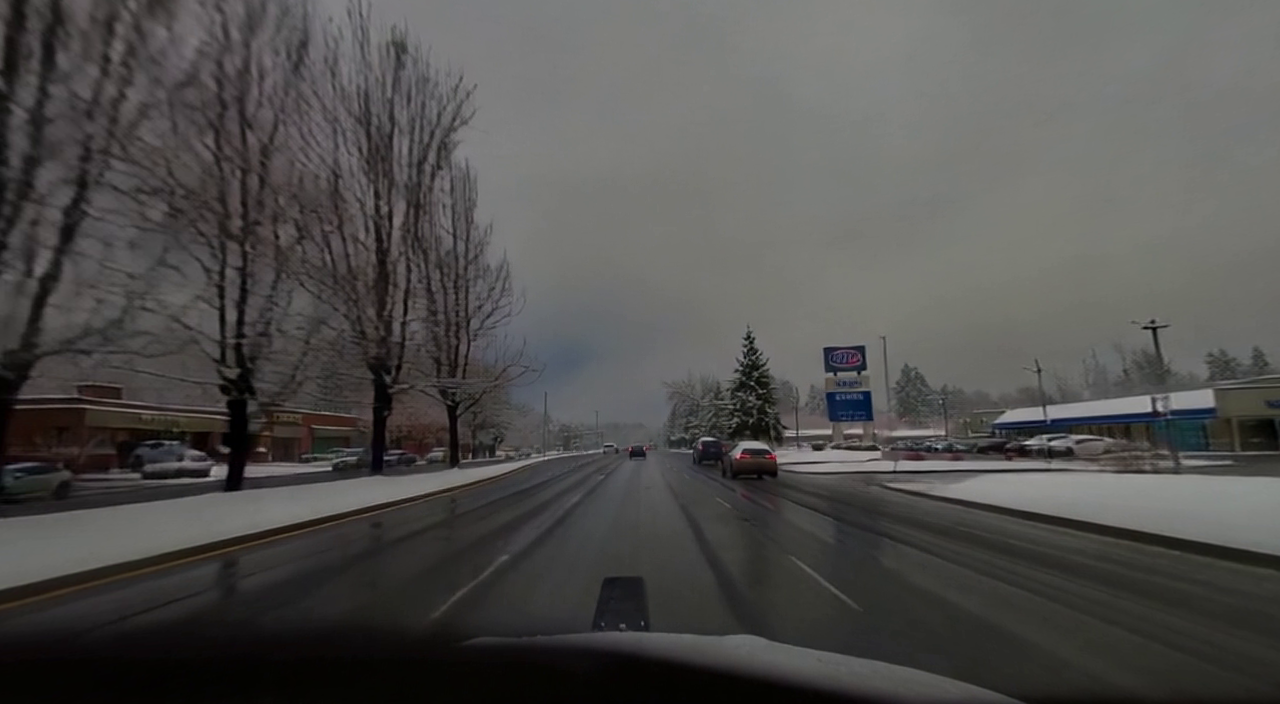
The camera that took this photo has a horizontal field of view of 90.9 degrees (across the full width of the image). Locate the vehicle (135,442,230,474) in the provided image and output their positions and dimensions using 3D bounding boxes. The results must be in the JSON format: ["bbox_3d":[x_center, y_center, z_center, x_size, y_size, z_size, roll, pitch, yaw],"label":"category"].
[{"bbox_3d":[-31.227,7.191,43.333,2.217,1.969,5.932,-1,-8,-1],"label":"vehicle"}]

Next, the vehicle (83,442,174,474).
[{"bbox_3d":[-34.655,7.154,42.912,2.171,1.952,4.970,-1,-9,-3],"label":"vehicle"}]

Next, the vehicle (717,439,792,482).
[{"bbox_3d":[4.209,4.066,23.911,1.916,1.459,4.335,0,-8,-1],"label":"vehicle"}]

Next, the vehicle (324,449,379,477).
[{"bbox_3d":[-22.244,8.525,48.778,2.058,1.837,4.990,-3,-8,-2],"label":"vehicle"}]

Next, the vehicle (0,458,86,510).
[{"bbox_3d":[-22.411,4.635,22.131,1.997,1.637,4.386,-2,-8,-2],"label":"vehicle"}]

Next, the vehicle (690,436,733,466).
[{"bbox_3d":[4.673,6.540,41.755,2.140,1.921,4.431,0,-8,-2],"label":"vehicle"}]

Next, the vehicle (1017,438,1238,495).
[{"bbox_3d":[14.328,3.384,18.755,4.909,1.463,1.924,-2,-9,0],"label":"vehicle"}]
